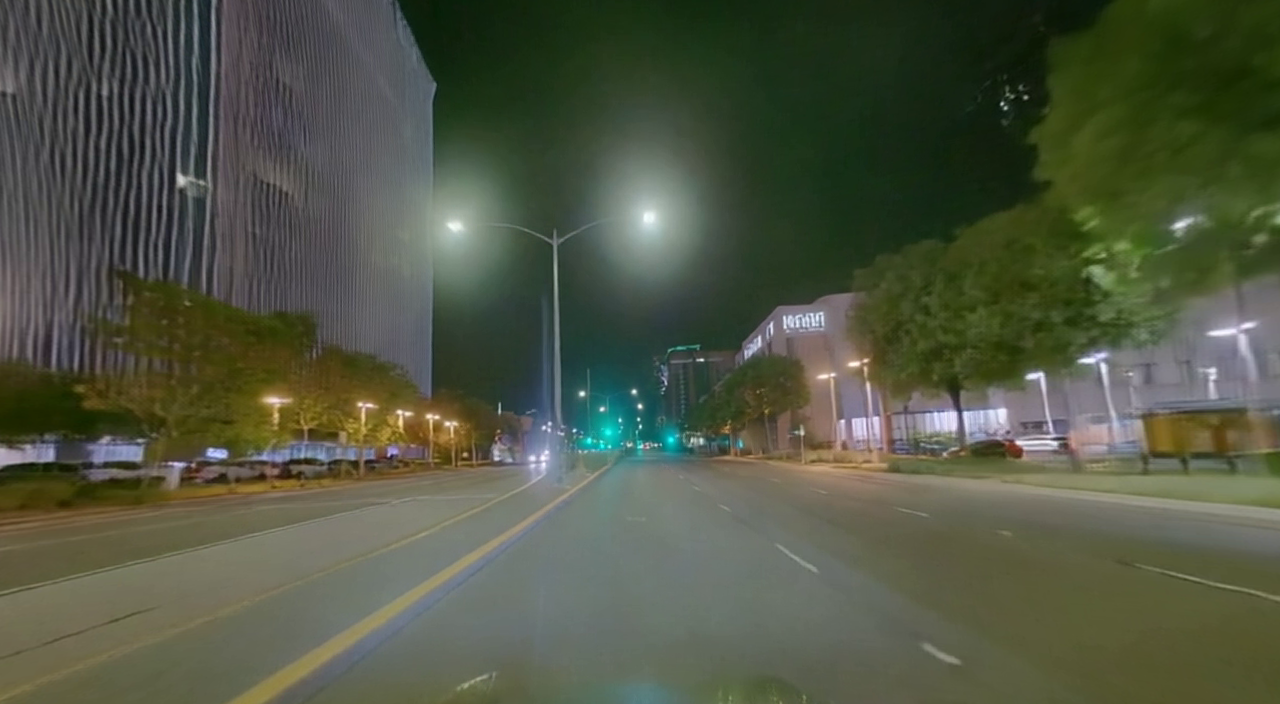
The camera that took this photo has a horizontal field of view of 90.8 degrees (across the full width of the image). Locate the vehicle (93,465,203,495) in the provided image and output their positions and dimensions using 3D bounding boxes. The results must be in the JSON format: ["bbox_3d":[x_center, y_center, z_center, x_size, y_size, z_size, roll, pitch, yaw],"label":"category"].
[{"bbox_3d":[-27.484,7.110,35.376,4.633,1.454,1.909,7,-11,-41],"label":"vehicle"}]

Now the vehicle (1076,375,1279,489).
[{"bbox_3d":[19.477,2.879,21.956,2.630,3.176,8.459,-4,-10,2],"label":"vehicle"}]

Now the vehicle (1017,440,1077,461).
[{"bbox_3d":[29.990,7.277,46.737,1.748,1.435,3.949,0,-9,-1],"label":"vehicle"}]
